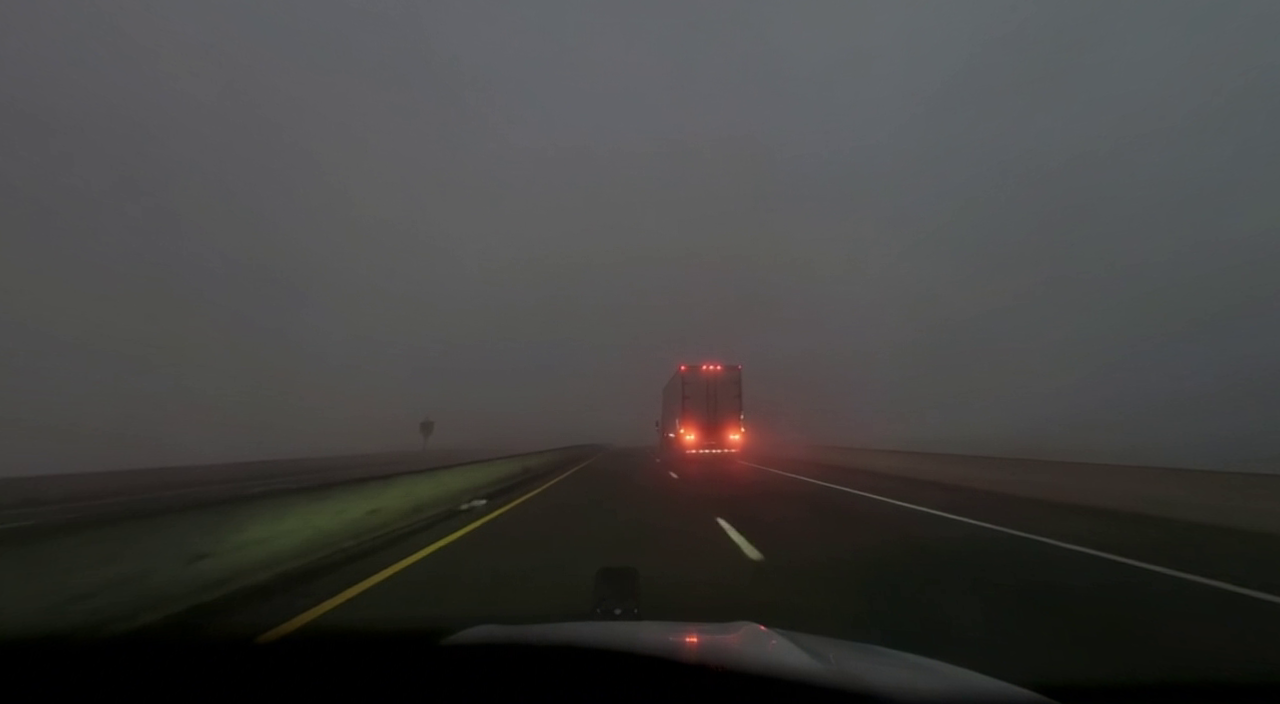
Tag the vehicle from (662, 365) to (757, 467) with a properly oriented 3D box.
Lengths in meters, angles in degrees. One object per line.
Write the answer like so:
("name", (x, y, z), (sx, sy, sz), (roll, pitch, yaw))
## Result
("vehicle", (2.979, 3.434, 31.835), (2.924, 4.024, 13.639), (0, -8, -1))
